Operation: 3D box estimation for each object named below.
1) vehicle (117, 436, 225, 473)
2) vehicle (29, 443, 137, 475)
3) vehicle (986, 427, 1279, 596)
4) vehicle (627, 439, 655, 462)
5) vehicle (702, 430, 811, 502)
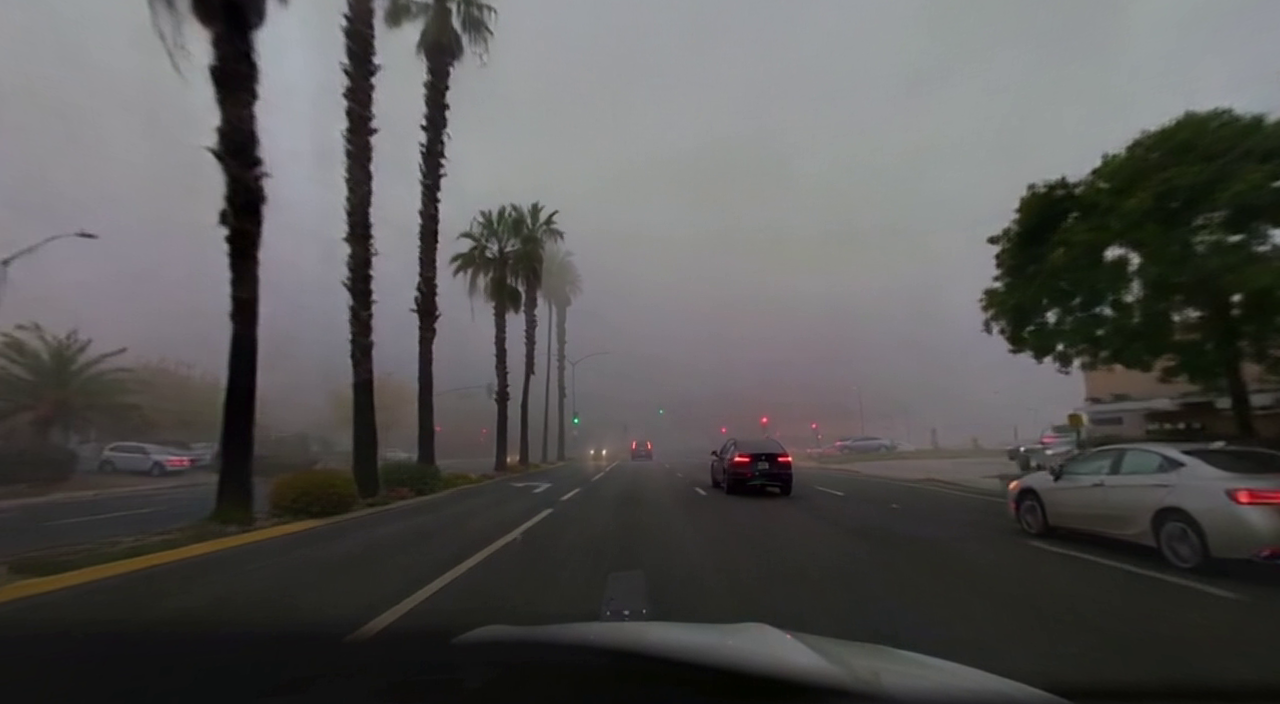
[{"bbox_3d":[-25.869,5.664,35.048,2.070,1.856,5.069,0,-9,0],"label":"vehicle"},{"bbox_3d":[-30.931,5.931,35.218,1.898,1.692,4.455,0,-8,0],"label":"vehicle"},{"bbox_3d":[6.559,1.739,7.842,1.890,1.471,4.566,0,-8,0],"label":"vehicle"},{"bbox_3d":[0.066,7.741,49.398,2.087,1.709,4.076,0,-8,0],"label":"vehicle"},{"bbox_3d":[2.885,2.934,16.619,2.009,1.639,4.267,0,-8,0],"label":"vehicle"}]
